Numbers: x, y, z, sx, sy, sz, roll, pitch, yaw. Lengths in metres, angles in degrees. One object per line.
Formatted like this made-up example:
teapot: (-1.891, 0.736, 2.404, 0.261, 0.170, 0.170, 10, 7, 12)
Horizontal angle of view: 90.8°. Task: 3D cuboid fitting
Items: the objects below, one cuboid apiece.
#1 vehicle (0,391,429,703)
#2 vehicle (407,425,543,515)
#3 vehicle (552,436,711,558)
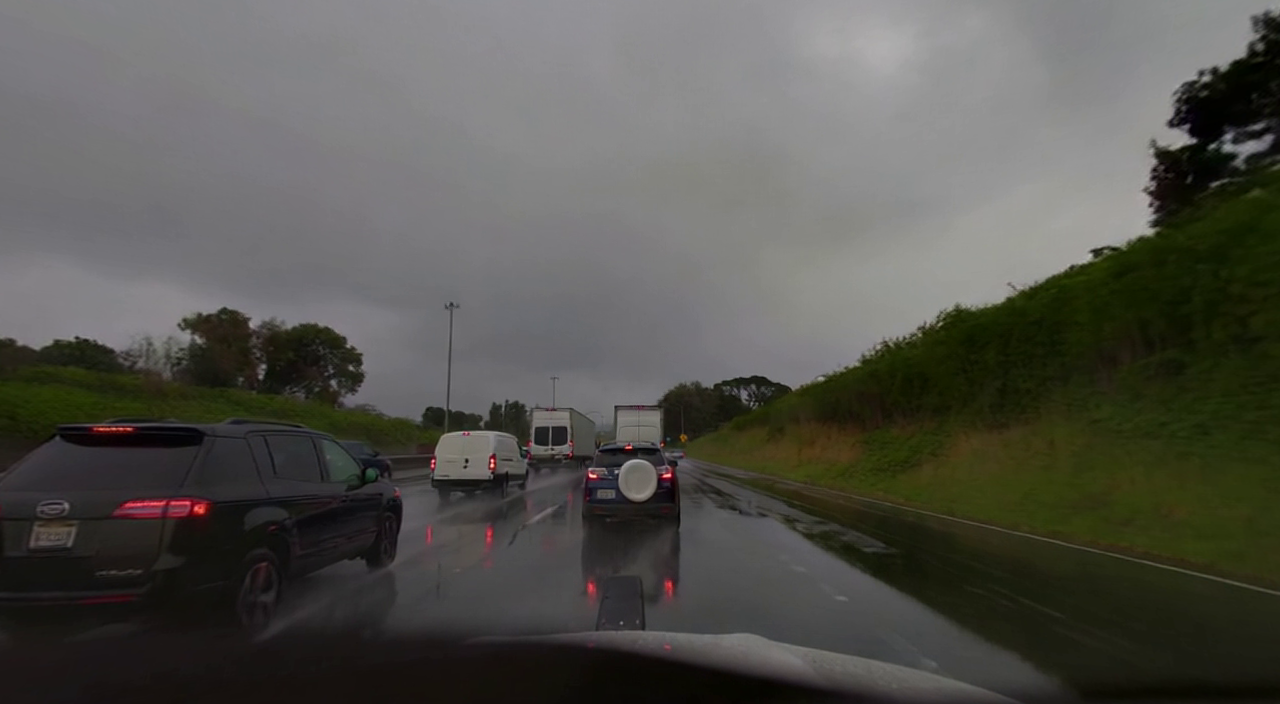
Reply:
vehicle: (-3.681, 1.390, 5.639, 2.029, 1.656, 4.437, -1, -9, 0)
vehicle: (-3.937, 2.924, 16.018, 2.055, 1.913, 4.584, -1, -9, 2)
vehicle: (-0.112, 2.079, 9.654, 1.995, 1.495, 3.380, 0, -9, 0)
